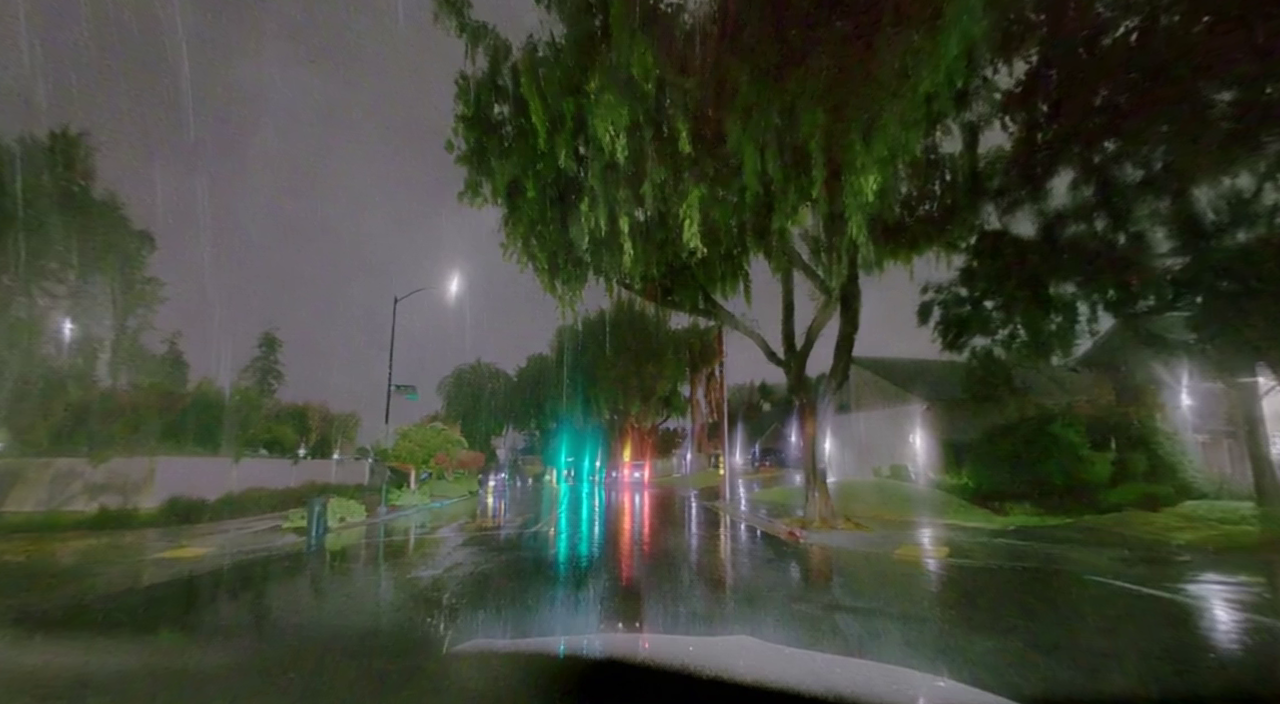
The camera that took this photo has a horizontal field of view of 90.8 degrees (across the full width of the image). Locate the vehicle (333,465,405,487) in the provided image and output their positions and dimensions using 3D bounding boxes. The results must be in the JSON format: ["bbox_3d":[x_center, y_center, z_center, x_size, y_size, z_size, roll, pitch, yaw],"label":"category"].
[{"bbox_3d":[-20.060,9.175,46.809,4.527,1.466,1.880,-2,-9,10],"label":"vehicle"}]

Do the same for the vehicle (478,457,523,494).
[{"bbox_3d":[-8.213,7.263,37.485,2.155,1.729,4.799,0,-6,-7],"label":"vehicle"}]

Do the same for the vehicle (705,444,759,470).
[{"bbox_3d":[7.173,8.050,48.781,2.100,1.857,4.611,-7,-11,36],"label":"vehicle"}]

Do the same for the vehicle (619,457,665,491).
[{"bbox_3d":[0.055,7.416,38.736,2.229,1.826,4.611,1,-9,-7],"label":"vehicle"}]

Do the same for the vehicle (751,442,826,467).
[{"bbox_3d":[10.000,6.915,42.727,4.639,1.634,2.005,0,-8,5],"label":"vehicle"}]
